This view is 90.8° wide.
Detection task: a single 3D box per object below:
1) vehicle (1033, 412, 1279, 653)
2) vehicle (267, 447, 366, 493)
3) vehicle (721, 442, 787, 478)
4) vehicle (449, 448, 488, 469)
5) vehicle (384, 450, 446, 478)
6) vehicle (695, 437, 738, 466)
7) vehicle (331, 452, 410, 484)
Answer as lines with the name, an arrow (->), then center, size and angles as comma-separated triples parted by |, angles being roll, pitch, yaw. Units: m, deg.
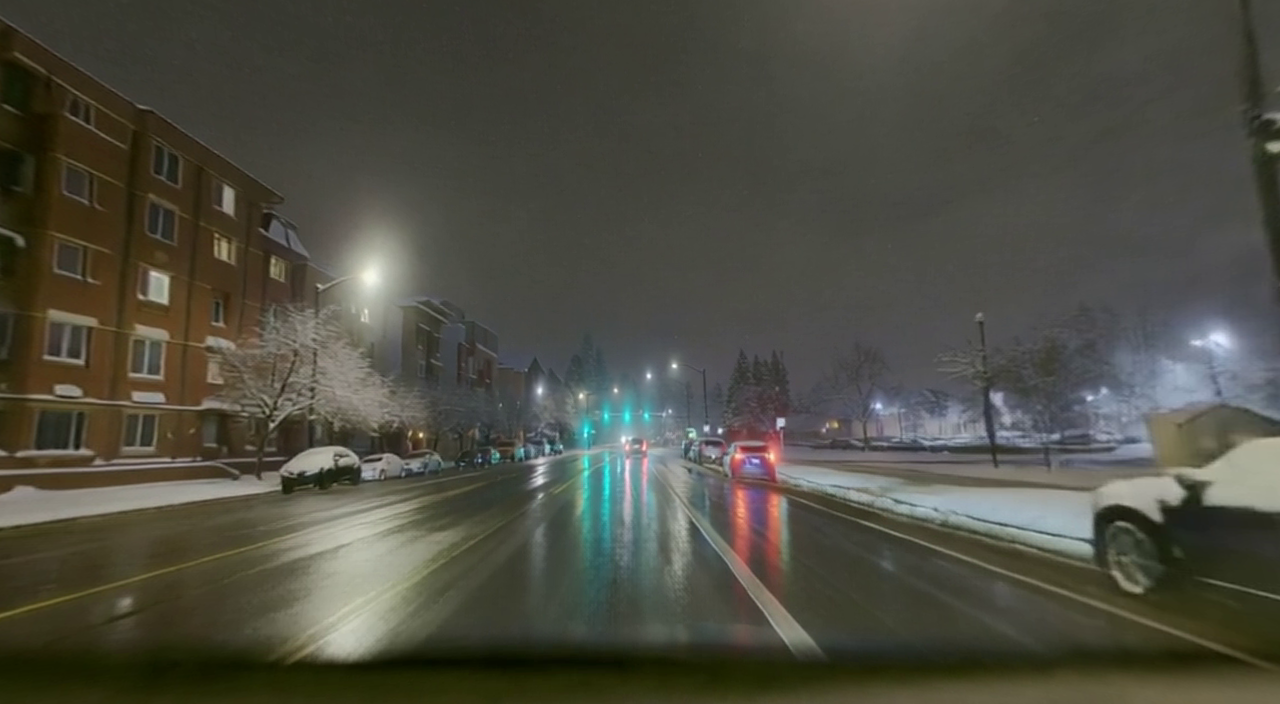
vehicle -> 5.153, 1.190, 4.239 | 2.069, 1.538, 4.528 | 0, -8, -1
vehicle -> -13.078, 4.760, 25.876 | 1.908, 1.694, 4.306 | 1, -8, -3
vehicle -> 4.954, 4.736, 28.086 | 2.085, 1.466, 4.276 | 0, -8, -1
vehicle -> -13.018, 8.118, 48.224 | 1.926, 1.499, 3.869 | 0, -8, 0
vehicle -> -13.180, 6.564, 37.274 | 1.889, 1.461, 4.608 | 0, -8, 1
vehicle -> 5.000, 6.587, 41.898 | 2.102, 1.781, 5.470 | 0, -8, 0
vehicle -> -13.182, 5.680, 31.234 | 1.779, 1.433, 4.633 | 0, -8, 2
